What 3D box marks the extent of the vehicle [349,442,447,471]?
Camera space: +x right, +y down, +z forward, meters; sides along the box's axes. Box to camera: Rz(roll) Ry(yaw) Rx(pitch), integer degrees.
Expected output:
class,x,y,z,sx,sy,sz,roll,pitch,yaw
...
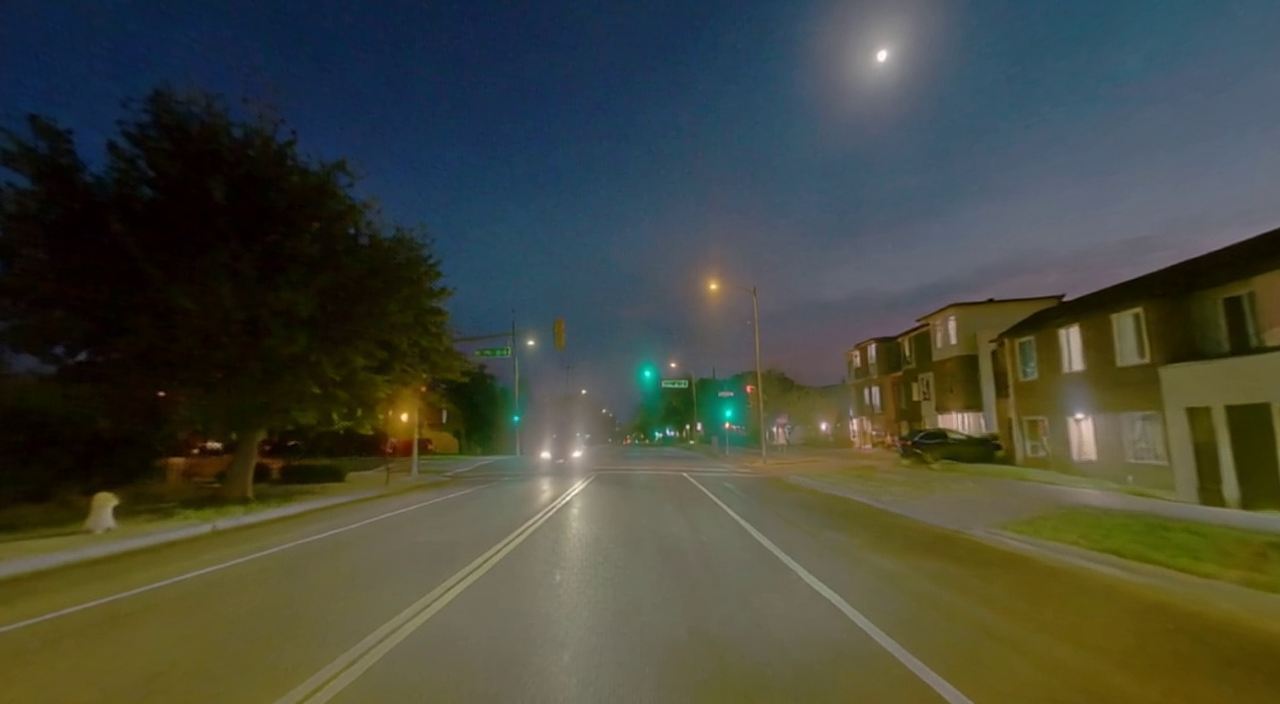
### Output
class,x,y,z,sx,sy,sz,roll,pitch,yaw
vehicle,-12.287,5.320,32.220,4.135,1.424,1.945,-1,-8,6

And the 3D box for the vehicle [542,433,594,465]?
class,x,y,z,sx,sy,sz,roll,pitch,yaw
vehicle,-3.606,4.977,32.449,2.015,1.508,4.353,-1,-8,2

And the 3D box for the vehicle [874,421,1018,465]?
class,x,y,z,sx,sy,sz,roll,pitch,yaw
vehicle,12.697,3.801,26.404,4.908,1.521,2.108,-2,-8,-5
